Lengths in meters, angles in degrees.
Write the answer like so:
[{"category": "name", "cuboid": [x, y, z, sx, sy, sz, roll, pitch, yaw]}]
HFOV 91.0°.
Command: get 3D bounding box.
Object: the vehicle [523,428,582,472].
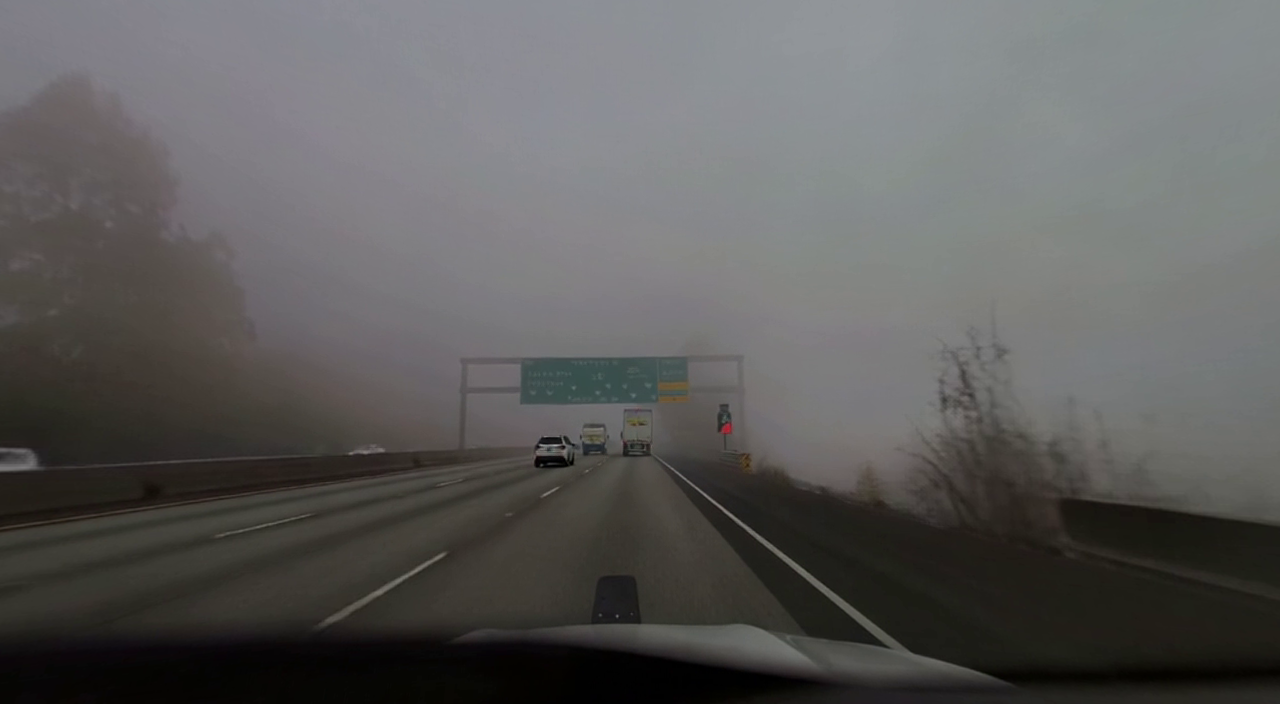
[{"category": "vehicle", "cuboid": [-3.991, 4.545, 29.469, 2.127, 1.839, 4.984, 0, -8, -1]}]
